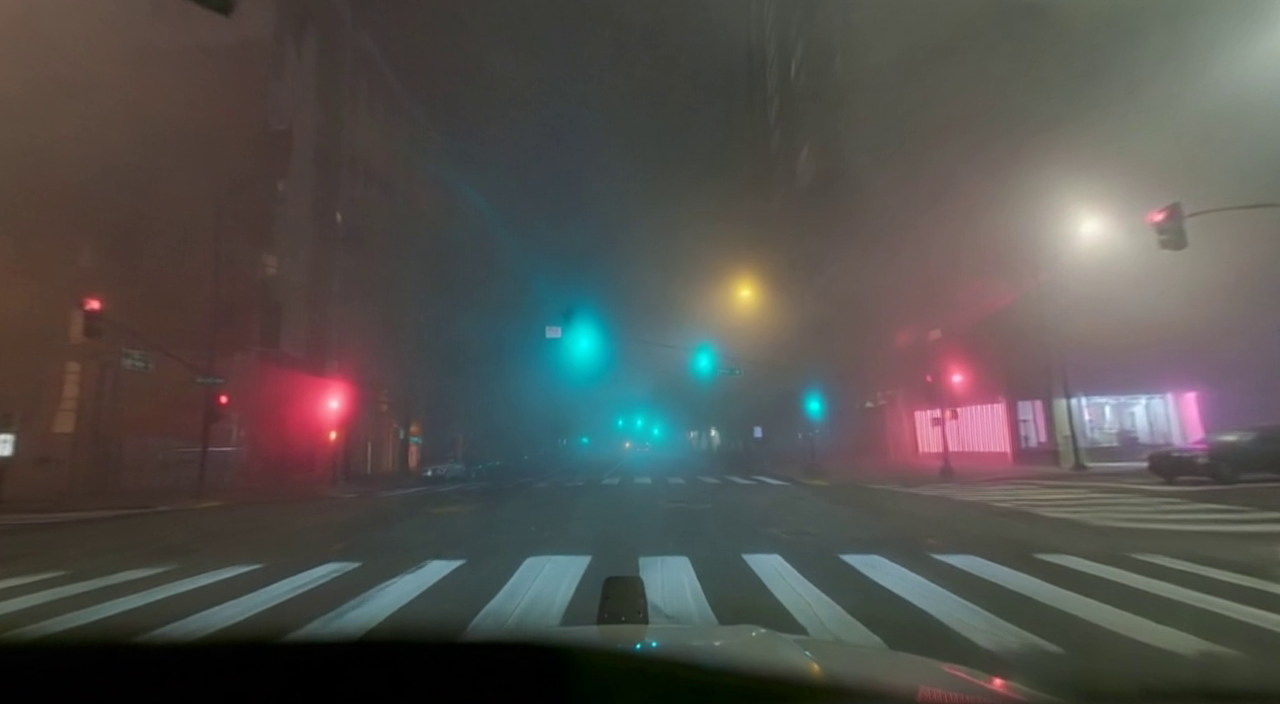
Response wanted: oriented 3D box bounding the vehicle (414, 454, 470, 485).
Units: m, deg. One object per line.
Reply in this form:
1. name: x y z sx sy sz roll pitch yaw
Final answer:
1. vehicle: -12.053 7.169 38.571 1.910 1.511 4.565 -1 -7 1
